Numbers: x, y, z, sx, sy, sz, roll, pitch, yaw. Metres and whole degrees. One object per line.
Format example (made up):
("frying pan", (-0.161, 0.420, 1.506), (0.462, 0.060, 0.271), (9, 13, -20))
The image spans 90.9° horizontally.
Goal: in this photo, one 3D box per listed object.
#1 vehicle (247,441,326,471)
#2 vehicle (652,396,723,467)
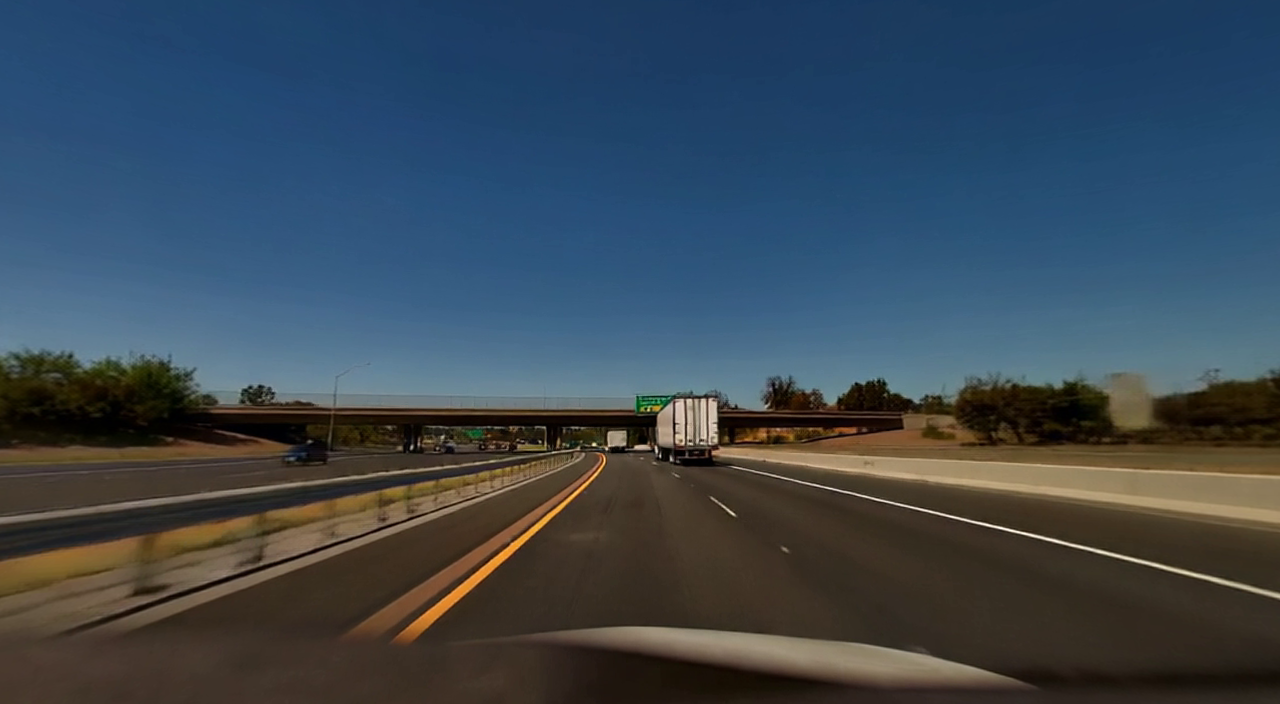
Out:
("vehicle", (-22.060, 6.461, 39.628), (2.226, 1.750, 4.865), (0, -8, -2))
("vehicle", (2.997, 5.997, 46.624), (2.932, 4.205, 18.253), (0, -8, -3))
